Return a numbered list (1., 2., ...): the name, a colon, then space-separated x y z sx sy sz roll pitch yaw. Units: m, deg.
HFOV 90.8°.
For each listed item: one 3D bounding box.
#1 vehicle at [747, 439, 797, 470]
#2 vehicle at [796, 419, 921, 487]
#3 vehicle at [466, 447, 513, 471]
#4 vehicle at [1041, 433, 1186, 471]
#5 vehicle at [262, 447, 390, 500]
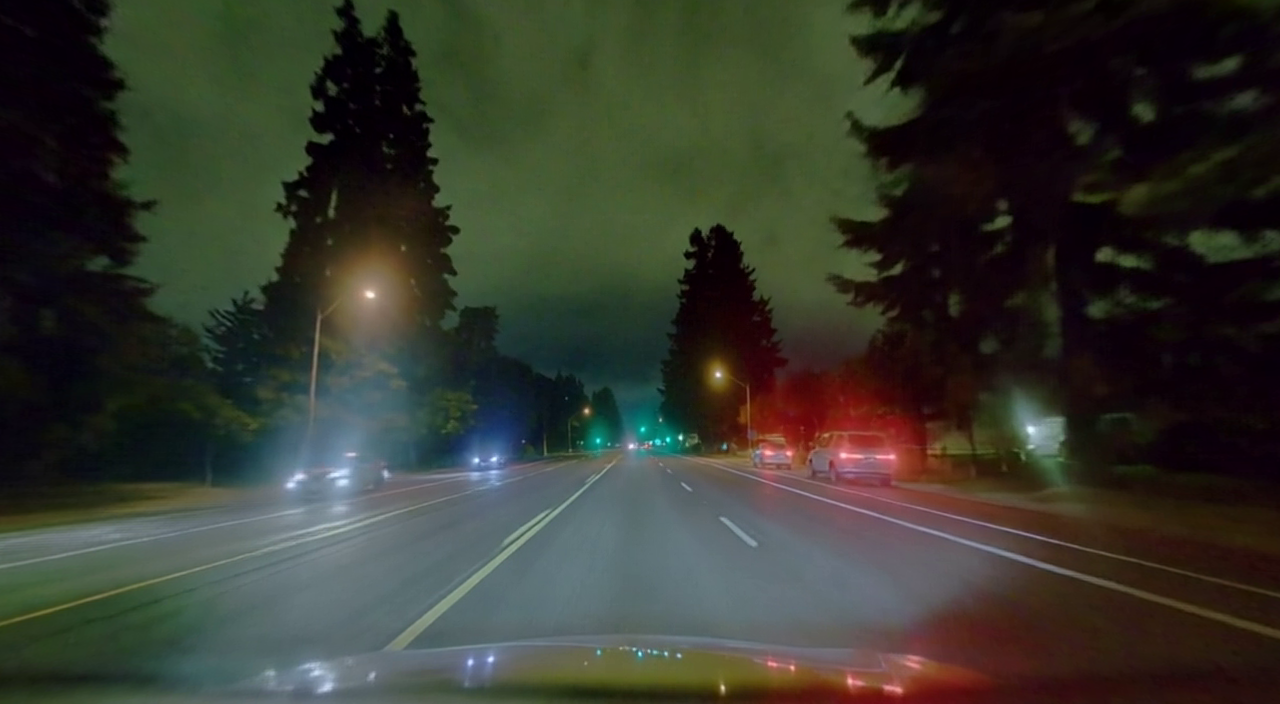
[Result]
1. vehicle: 7.431 5.818 35.932 1.965 1.623 4.096 0 -8 1
2. vehicle: 7.480 3.542 22.444 2.278 2.079 5.861 0 -8 0
3. vehicle: -9.742 6.929 41.335 1.910 1.452 4.447 0 -8 1
4. vehicle: 19.549 4.120 26.298 4.336 1.480 1.926 -2 -8 16
5. vehicle: -10.000 3.865 20.582 1.958 1.524 4.314 0 -8 0
